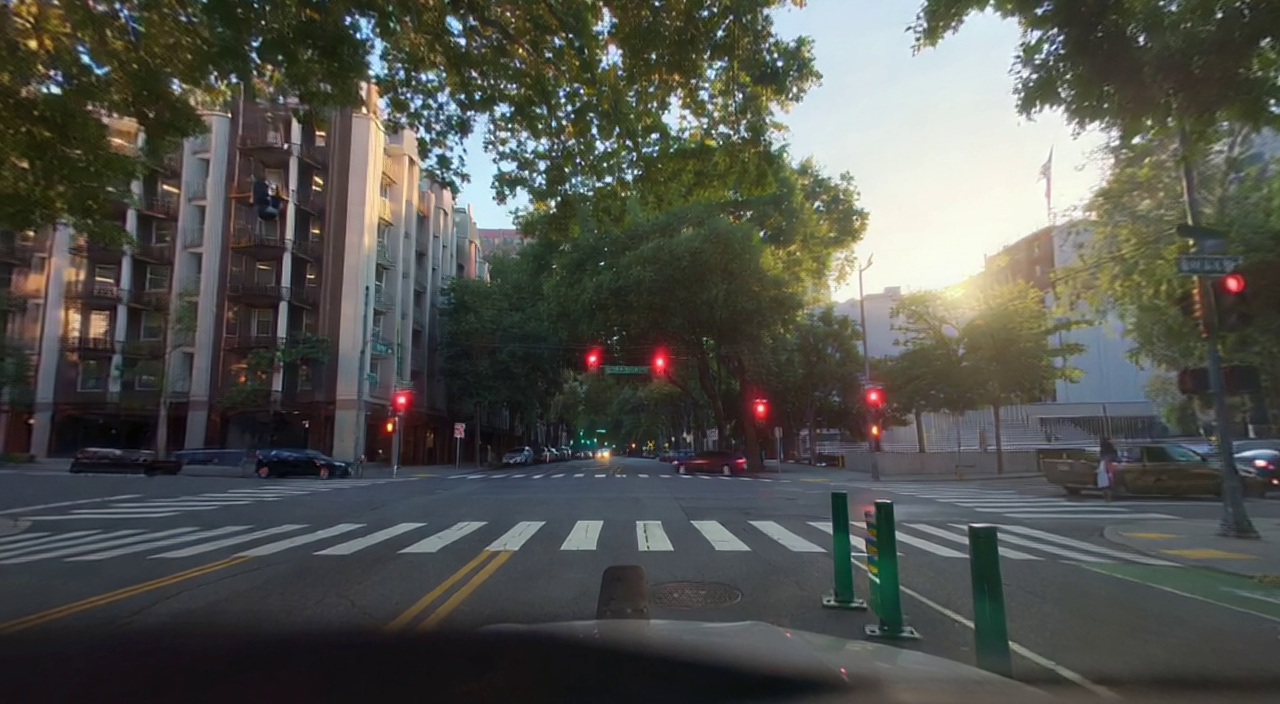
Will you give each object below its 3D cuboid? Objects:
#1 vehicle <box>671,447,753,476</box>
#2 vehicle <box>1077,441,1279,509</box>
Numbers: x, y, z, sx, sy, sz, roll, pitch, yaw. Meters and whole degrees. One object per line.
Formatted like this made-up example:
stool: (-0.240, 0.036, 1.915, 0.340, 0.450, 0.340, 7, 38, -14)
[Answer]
vehicle: (4.015, 6.143, 35.668, 1.972, 1.522, 4.368, 7, -11, -42)
vehicle: (13.029, 2.791, 14.550, 4.424, 1.436, 1.804, -1, -8, 5)
